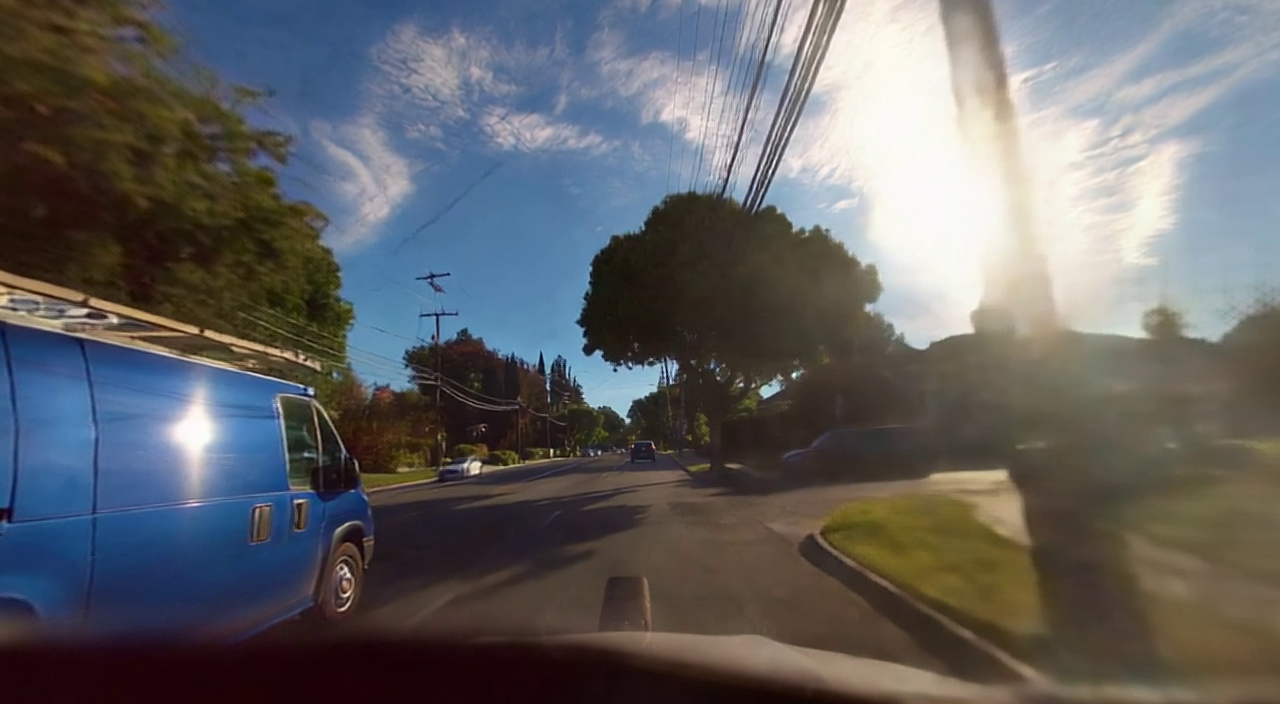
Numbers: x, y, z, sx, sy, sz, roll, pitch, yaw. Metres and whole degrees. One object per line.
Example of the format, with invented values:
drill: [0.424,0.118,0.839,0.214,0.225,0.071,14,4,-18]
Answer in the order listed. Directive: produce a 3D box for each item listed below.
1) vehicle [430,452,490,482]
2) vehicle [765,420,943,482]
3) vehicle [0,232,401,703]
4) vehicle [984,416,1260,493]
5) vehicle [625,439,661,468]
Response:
vehicle: [-9.531,6.115,33.702,1.844,1.454,4.288,0,-9,1]
vehicle: [6.754,3.189,20.407,5.012,1.711,2.457,-5,-8,15]
vehicle: [-3.443,0.752,2.851,2.336,2.152,5.866,0,-9,1]
vehicle: [10.103,2.187,13.518,4.295,1.505,1.918,0,-9,1]
vehicle: [0.208,6.327,39.385,2.120,1.718,3.909,0,-9,1]
